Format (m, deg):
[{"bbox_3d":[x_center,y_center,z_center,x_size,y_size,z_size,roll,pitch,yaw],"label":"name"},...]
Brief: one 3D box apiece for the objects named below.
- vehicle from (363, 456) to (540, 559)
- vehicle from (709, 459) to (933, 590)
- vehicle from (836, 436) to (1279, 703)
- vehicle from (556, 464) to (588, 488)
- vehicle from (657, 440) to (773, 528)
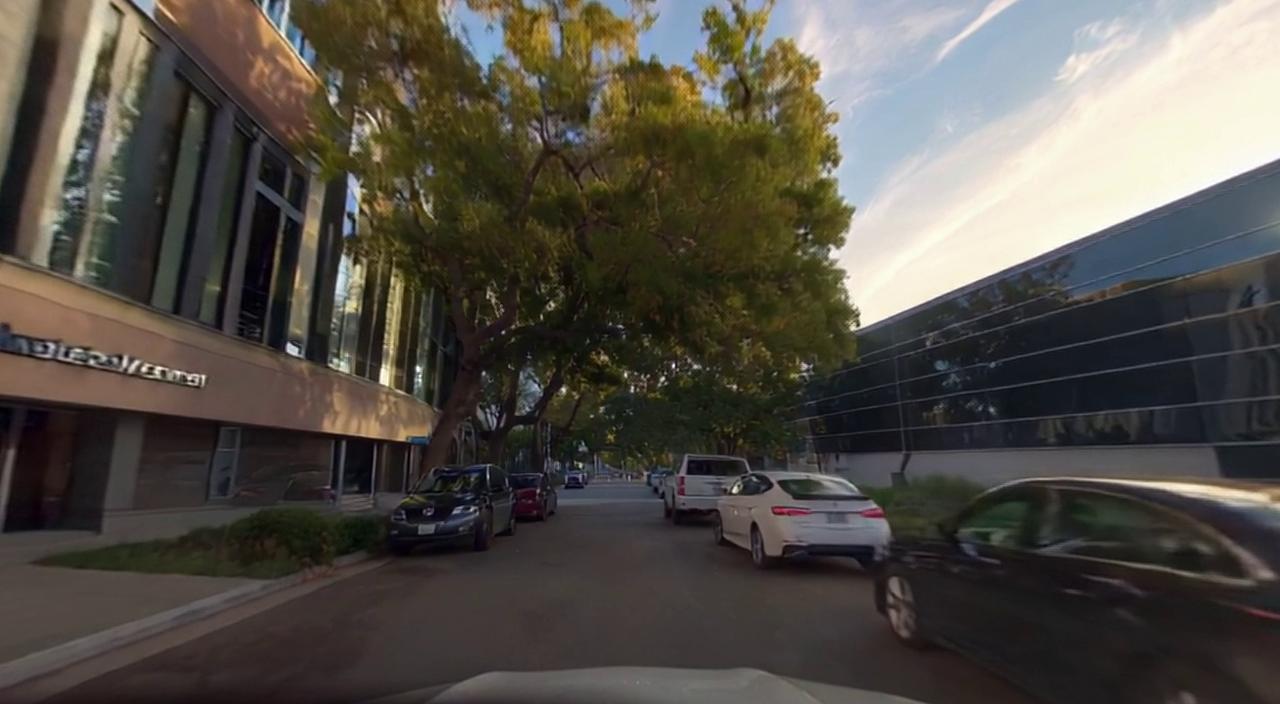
[{"bbox_3d":[-3.123,2.700,11.523,2.018,1.461,4.413,1,-11,-2],"label":"vehicle"},{"bbox_3d":[2.384,2.451,9.694,1.815,1.479,4.498,2,-11,-4],"label":"vehicle"},{"bbox_3d":[2.856,1.356,3.707,1.889,1.482,4.118,2,-11,-3],"label":"vehicle"},{"bbox_3d":[-4.525,8.298,42.270,2.002,1.460,4.201,2,-11,-5],"label":"vehicle"},{"bbox_3d":[1.813,3.490,16.987,2.242,1.972,4.898,2,-11,-3],"label":"vehicle"}]
